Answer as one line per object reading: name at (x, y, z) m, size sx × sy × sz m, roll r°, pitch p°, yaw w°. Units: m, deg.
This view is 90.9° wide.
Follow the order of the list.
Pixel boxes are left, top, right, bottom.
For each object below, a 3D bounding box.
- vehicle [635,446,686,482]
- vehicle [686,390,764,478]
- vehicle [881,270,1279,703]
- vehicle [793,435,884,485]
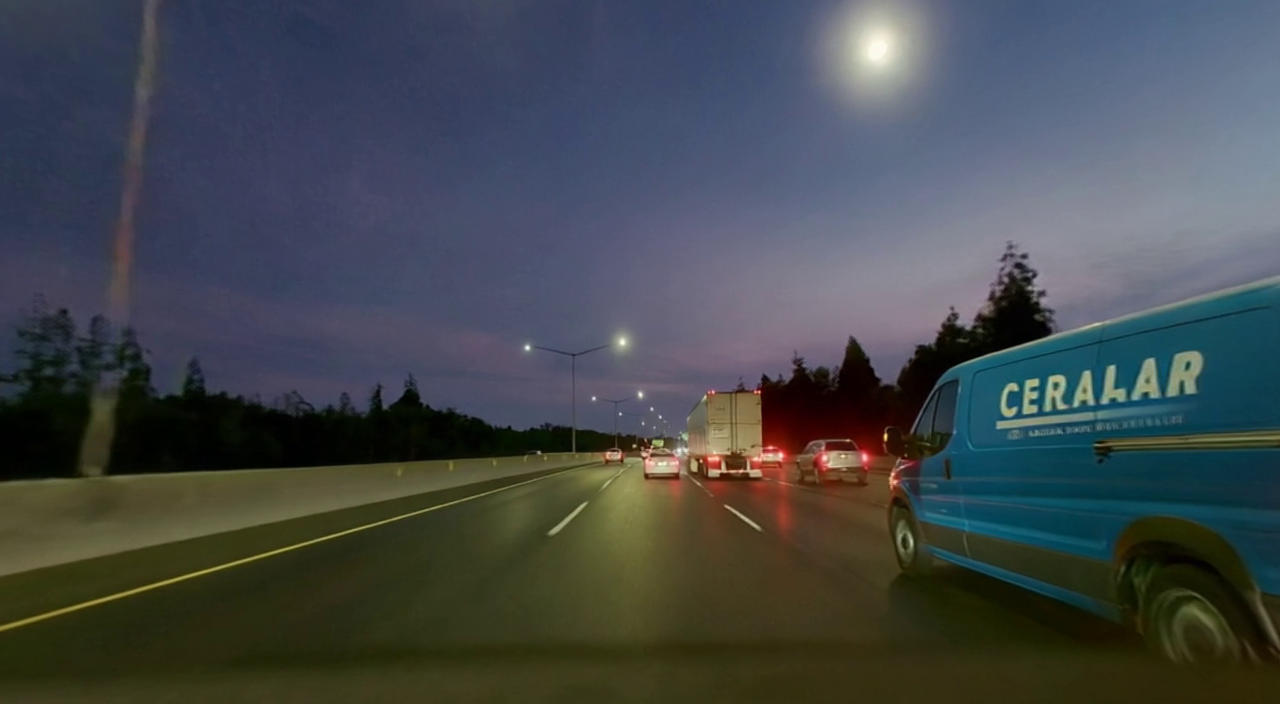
vehicle at (0.841, 4.995, 28.392) m, size 2.063 × 1.469 × 4.208 m, roll 0°, pitch -9°, yaw -1°
vehicle at (4.433, 4.799, 35.957) m, size 2.821 × 4.077 × 12.562 m, roll 0°, pitch -9°, yaw 1°
vehicle at (3.794, 0.869, 3.724) m, size 2.441 × 2.017 × 5.739 m, roll 0°, pitch -9°, yaw 0°
vehicle at (7.836, 4.299, 25.380) m, size 2.144 × 1.769 × 4.540 m, roll 0°, pitch -9°, yaw 0°
